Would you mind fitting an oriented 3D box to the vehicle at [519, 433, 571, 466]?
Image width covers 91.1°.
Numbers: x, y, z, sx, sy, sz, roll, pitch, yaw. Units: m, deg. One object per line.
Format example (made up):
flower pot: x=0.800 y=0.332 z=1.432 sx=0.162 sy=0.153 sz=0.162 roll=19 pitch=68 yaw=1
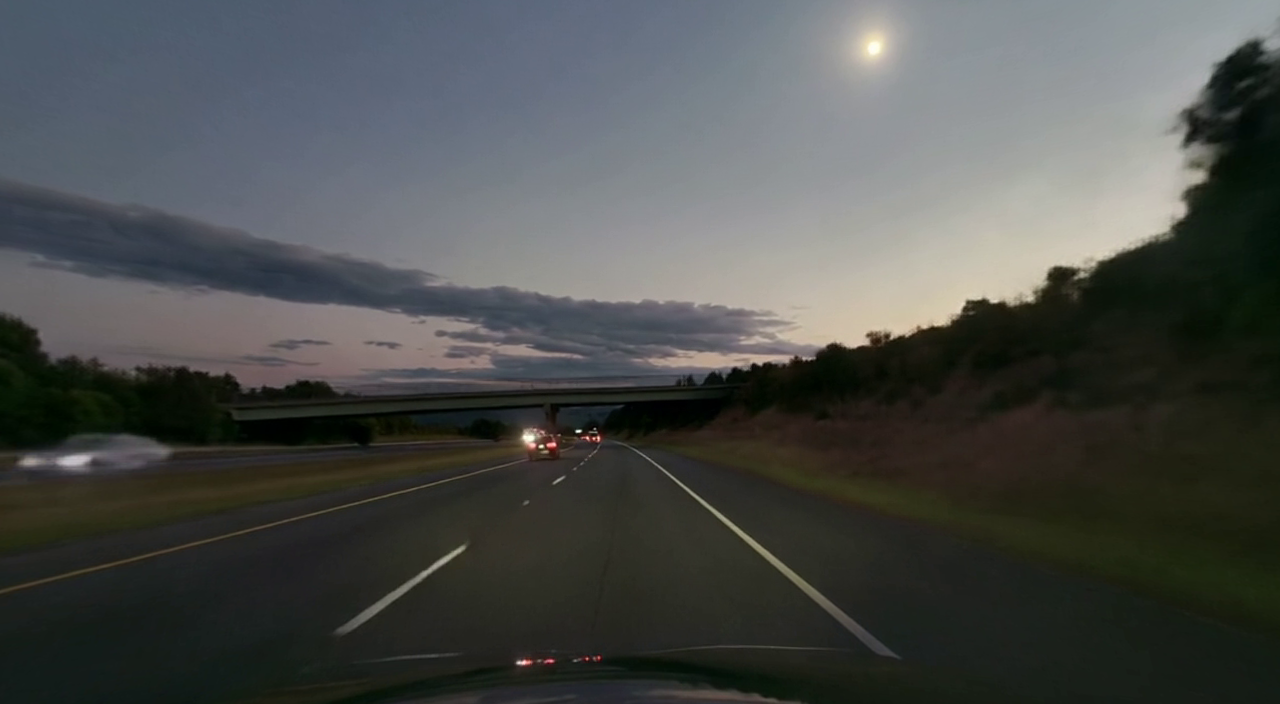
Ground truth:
vehicle: x=-4.698 y=4.842 z=31.580 sx=2.005 sy=1.509 sz=4.260 roll=0 pitch=-8 yaw=-1
